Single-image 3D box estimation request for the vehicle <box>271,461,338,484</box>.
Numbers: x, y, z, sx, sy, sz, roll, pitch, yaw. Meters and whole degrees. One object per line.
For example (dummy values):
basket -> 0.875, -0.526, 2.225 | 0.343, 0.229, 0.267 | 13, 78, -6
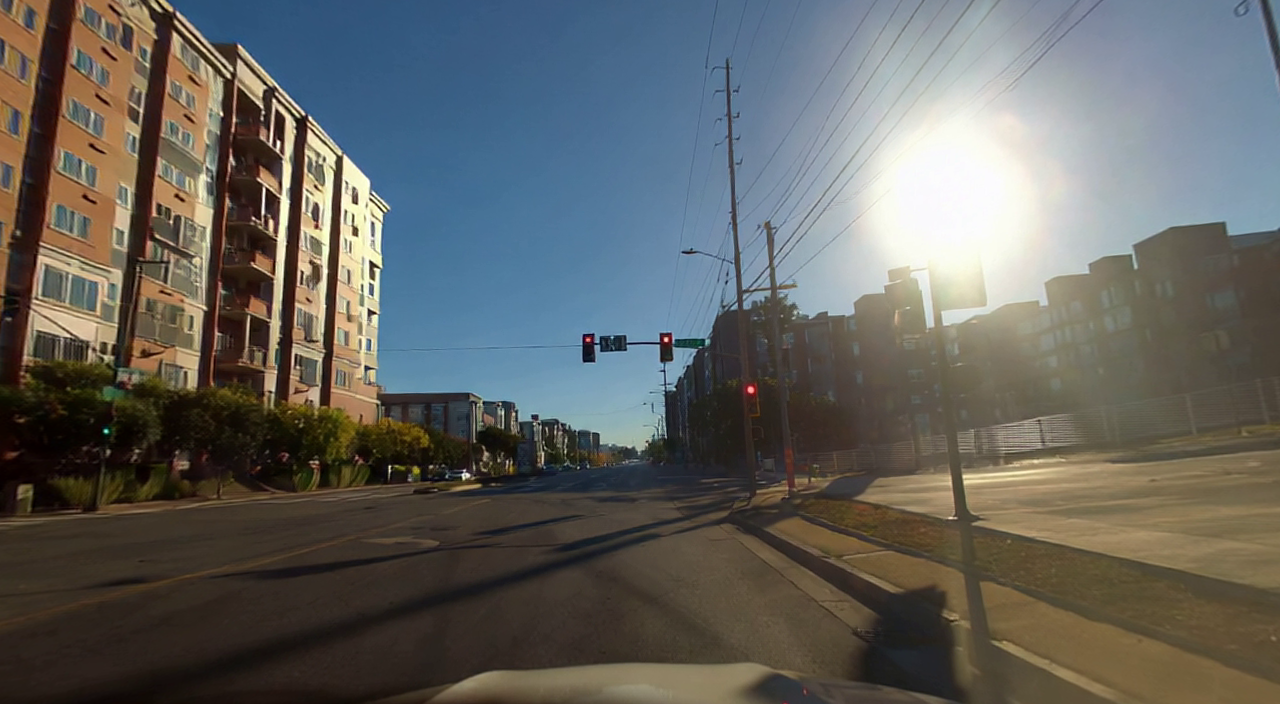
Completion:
vehicle -> -24.652, 8.820, 46.289 | 3.882, 1.600, 1.768 | 0, -9, 2
